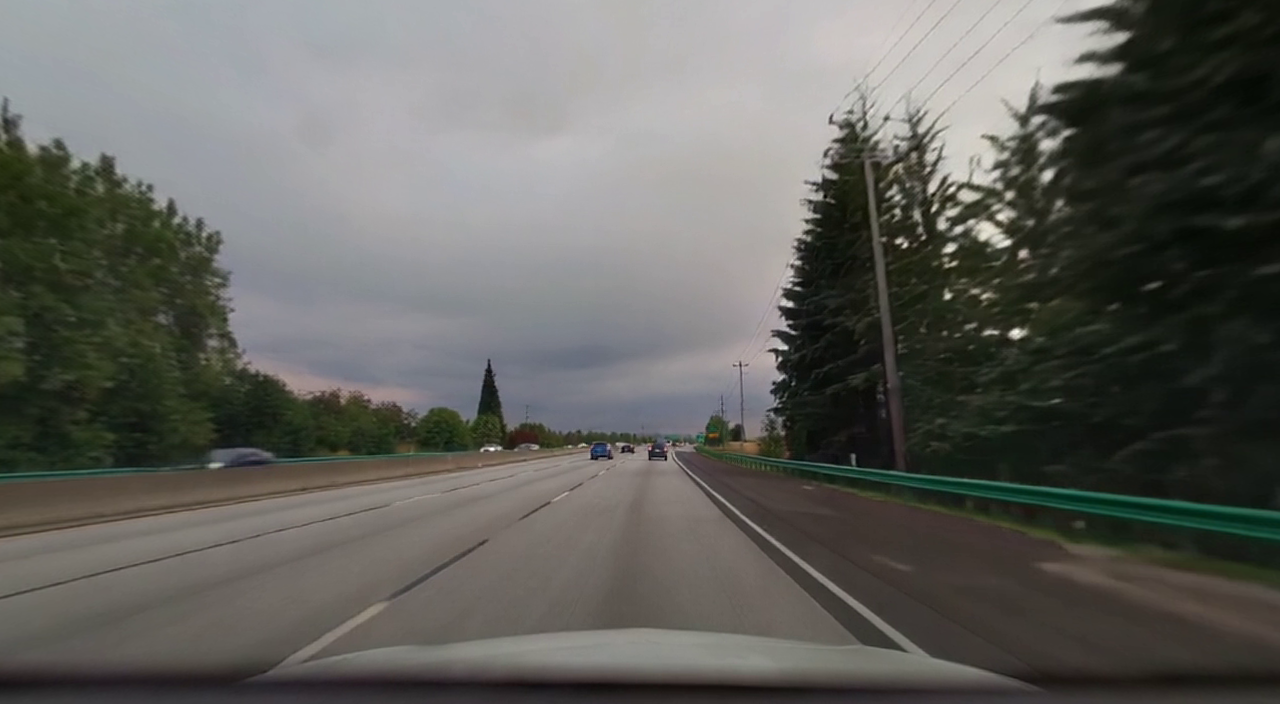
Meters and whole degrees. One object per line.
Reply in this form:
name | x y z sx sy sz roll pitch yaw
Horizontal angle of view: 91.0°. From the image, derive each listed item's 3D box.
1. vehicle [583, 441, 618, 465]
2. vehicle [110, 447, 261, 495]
vehicle | -2.717 7.010 43.903 2.021 1.515 4.453 0 -8 2
vehicle | -16.041 4.185 22.585 2.069 1.485 4.453 0 -8 1
